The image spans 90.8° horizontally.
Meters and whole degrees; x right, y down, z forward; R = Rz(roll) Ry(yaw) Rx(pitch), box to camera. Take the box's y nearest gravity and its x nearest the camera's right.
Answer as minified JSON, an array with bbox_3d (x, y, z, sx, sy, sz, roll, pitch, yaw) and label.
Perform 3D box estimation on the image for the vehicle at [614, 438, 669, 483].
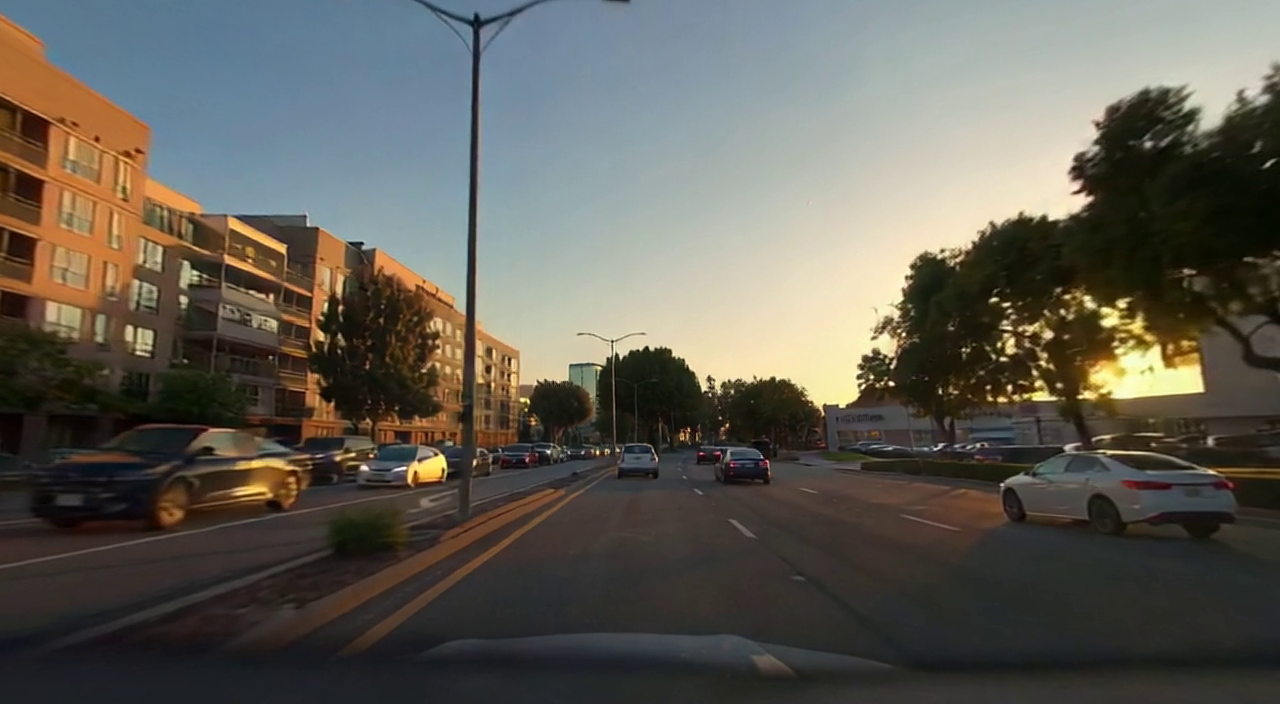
[{"bbox_3d":[0.103,4.436,26.053,2.101,1.694,3.979,0,-8,1],"label":"vehicle"}]

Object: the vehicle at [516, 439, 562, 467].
[{"bbox_3d":[-7.684,7.767,48.693,2.460,1.970,5.271,-1,-9,3],"label":"vehicle"}]

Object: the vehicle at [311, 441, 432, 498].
[{"bbox_3d":[-8.428,3.691,20.318,2.076,1.595,4.110,-1,-8,1],"label":"vehicle"}]

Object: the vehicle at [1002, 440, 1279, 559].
[{"bbox_3d":[8.163,2.180,10.191,1.909,1.456,4.569,0,-8,0],"label":"vehicle"}]

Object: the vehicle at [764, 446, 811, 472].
[{"bbox_3d":[8.966,6.544,38.851,1.860,1.475,4.488,0,-9,1],"label":"vehicle"}]

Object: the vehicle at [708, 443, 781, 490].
[{"bbox_3d":[3.561,3.965,22.260,1.852,1.498,3.825,0,-8,-1],"label":"vehicle"}]

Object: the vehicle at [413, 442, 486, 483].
[{"bbox_3d":[-8.623,4.998,29.066,1.953,1.647,4.401,-2,-8,1],"label":"vehicle"}]

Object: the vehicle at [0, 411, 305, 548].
[{"bbox_3d":[-8.511,2.173,11.245,2.362,1.825,4.988,-2,-9,0],"label":"vehicle"}]

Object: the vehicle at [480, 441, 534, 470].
[{"bbox_3d":[-8.318,6.530,39.956,2.183,1.706,4.862,-1,-9,2],"label":"vehicle"}]
